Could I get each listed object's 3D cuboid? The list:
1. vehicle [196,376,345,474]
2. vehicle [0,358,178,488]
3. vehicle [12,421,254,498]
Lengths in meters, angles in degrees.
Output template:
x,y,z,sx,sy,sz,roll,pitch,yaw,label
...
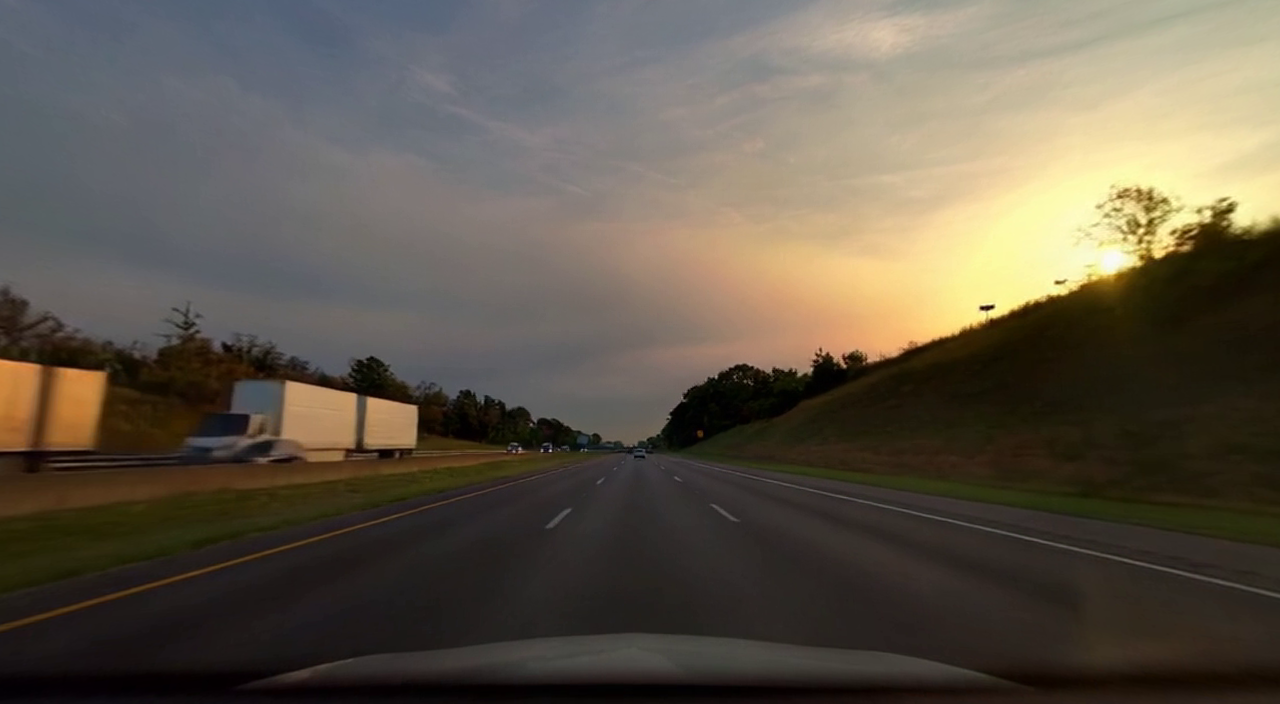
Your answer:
x,y,z,sx,sy,sz,roll,pitch,yaw,label
-15.708,3.269,27.430,2.994,3.812,5.736,0,-9,-2,vehicle
-19.571,2.255,19.507,2.849,3.641,10.159,0,-9,0,vehicle
-11.423,2.470,14.755,1.992,1.503,4.414,0,-9,-1,vehicle
